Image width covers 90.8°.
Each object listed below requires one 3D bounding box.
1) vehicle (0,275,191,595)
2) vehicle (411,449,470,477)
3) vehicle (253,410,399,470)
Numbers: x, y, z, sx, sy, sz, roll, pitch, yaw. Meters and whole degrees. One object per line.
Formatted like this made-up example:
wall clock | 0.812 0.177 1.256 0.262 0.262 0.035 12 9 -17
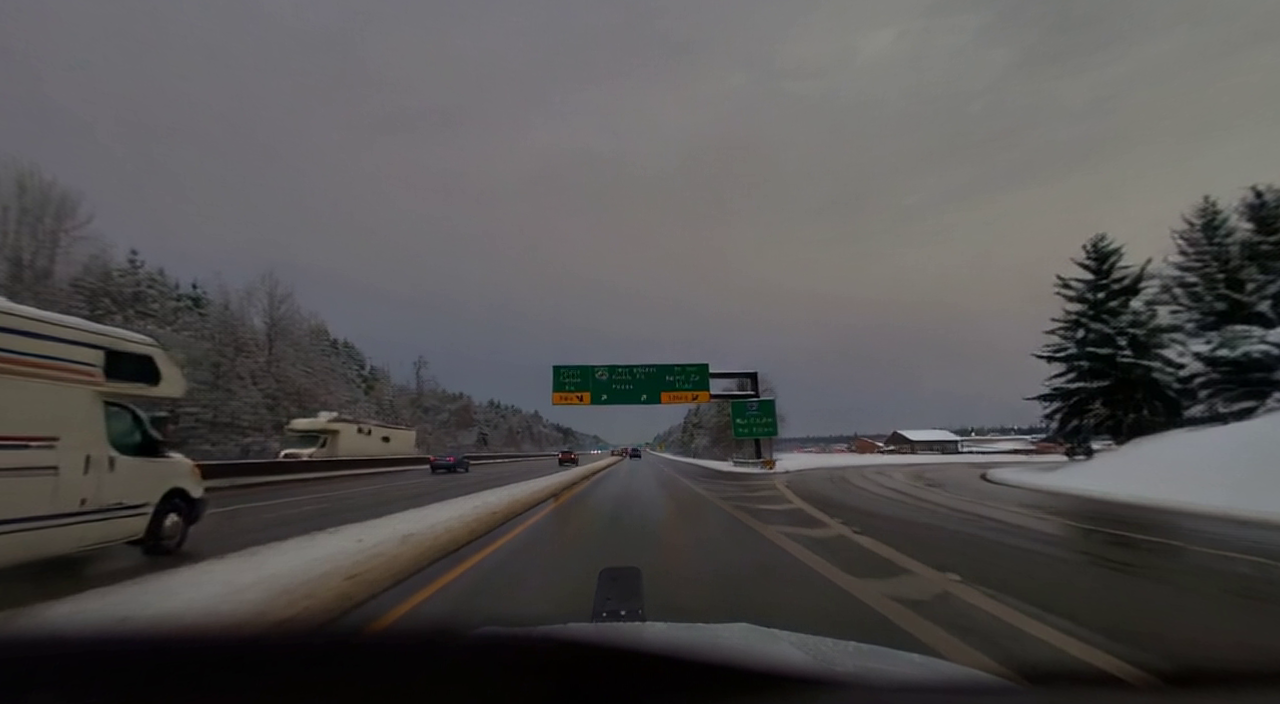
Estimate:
vehicle | -7.307 0.561 4.457 2.747 2.934 7.411 0 -9 0
vehicle | -11.420 6.359 36.470 1.981 1.503 4.207 0 -9 1
vehicle | -23.452 7.035 48.991 3.035 3.827 16.346 -1 -9 0
